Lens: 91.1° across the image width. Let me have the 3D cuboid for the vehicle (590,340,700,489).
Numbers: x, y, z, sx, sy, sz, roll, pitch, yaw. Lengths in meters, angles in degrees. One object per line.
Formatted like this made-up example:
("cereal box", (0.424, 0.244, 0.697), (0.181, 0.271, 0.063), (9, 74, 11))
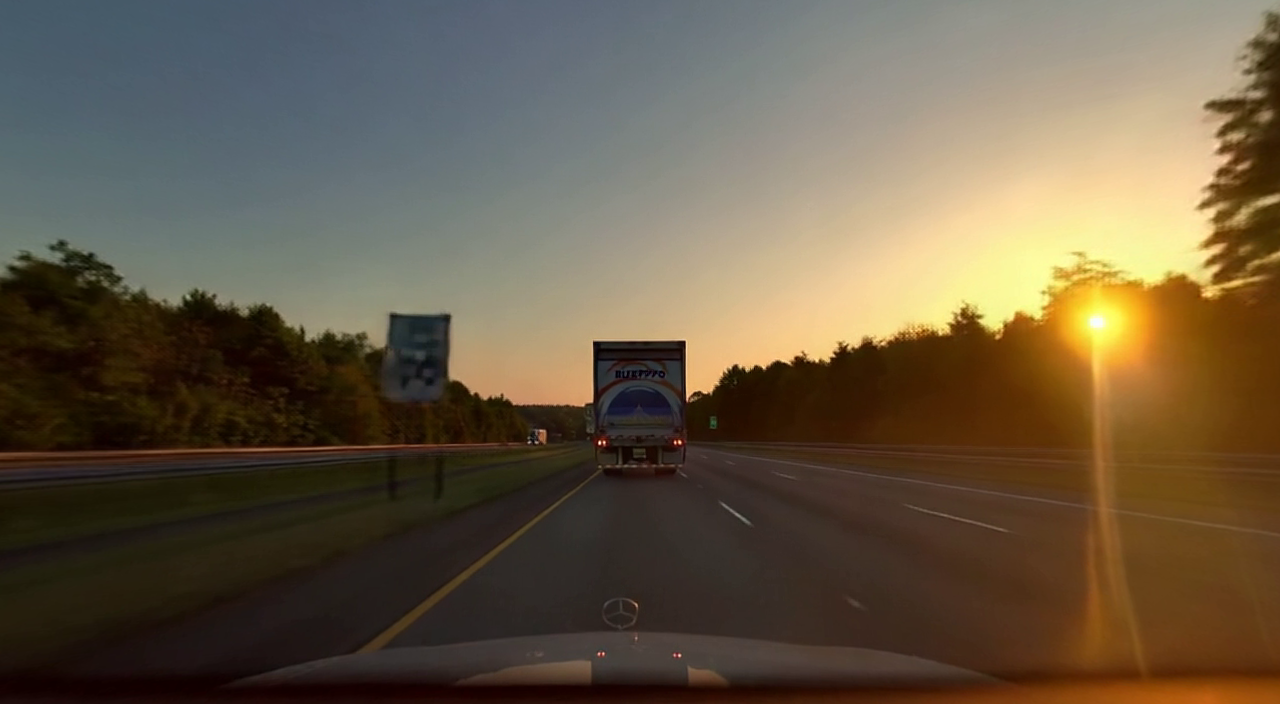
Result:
("vehicle", (0.094, 2.216, 20.914), (2.870, 3.911, 8.697), (0, -8, 0))
